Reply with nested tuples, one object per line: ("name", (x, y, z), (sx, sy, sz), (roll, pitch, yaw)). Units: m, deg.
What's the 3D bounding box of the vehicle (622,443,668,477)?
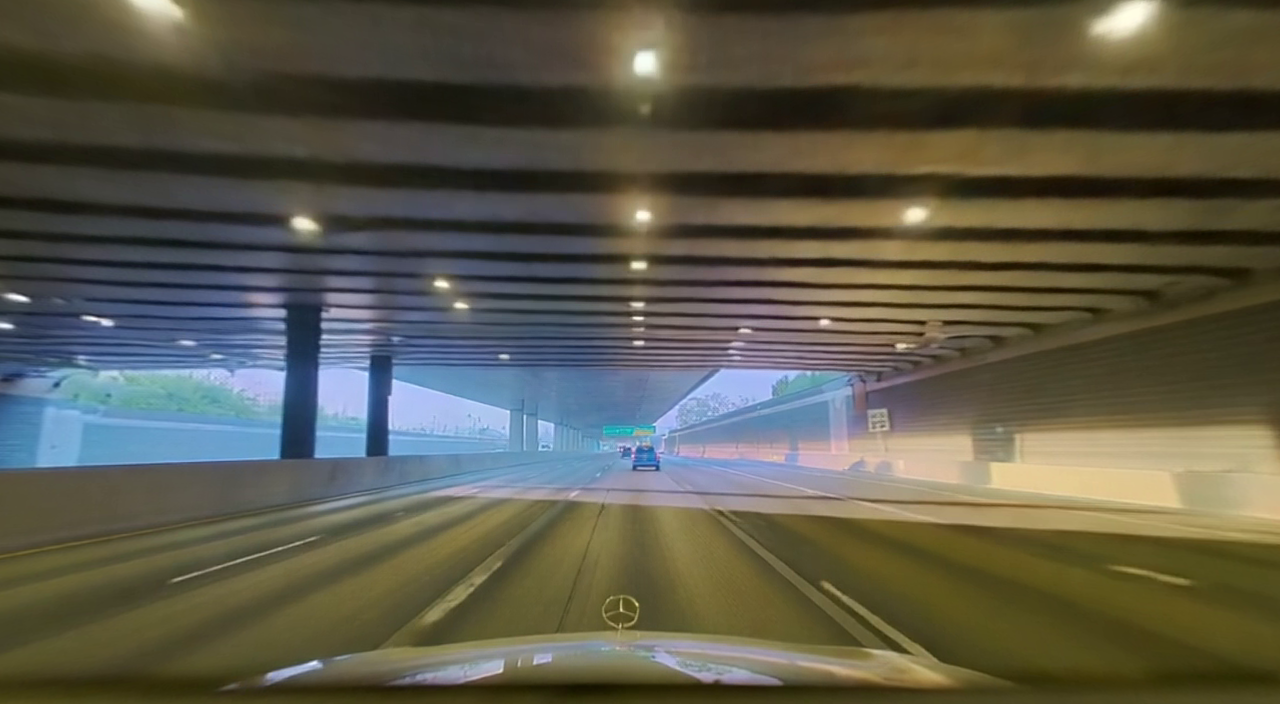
("vehicle", (0.224, 5.245, 30.785), (2.055, 1.501, 4.321), (0, -9, 0))
